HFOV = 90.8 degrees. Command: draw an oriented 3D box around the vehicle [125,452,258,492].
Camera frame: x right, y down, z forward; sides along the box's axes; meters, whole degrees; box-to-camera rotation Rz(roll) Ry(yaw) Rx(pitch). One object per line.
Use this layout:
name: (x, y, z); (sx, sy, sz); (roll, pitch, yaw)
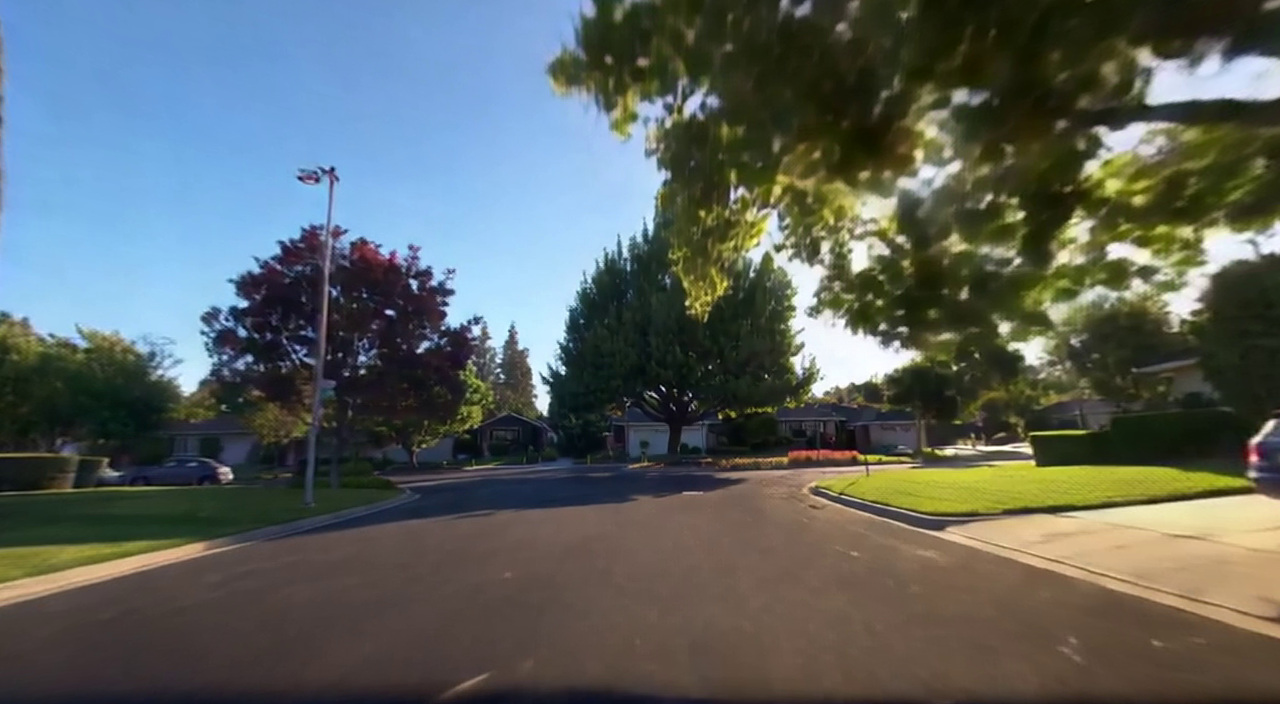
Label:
vehicle: (-20.993, 5.608, 29.712); (4.594, 1.778, 2.055); (0, -9, 0)
